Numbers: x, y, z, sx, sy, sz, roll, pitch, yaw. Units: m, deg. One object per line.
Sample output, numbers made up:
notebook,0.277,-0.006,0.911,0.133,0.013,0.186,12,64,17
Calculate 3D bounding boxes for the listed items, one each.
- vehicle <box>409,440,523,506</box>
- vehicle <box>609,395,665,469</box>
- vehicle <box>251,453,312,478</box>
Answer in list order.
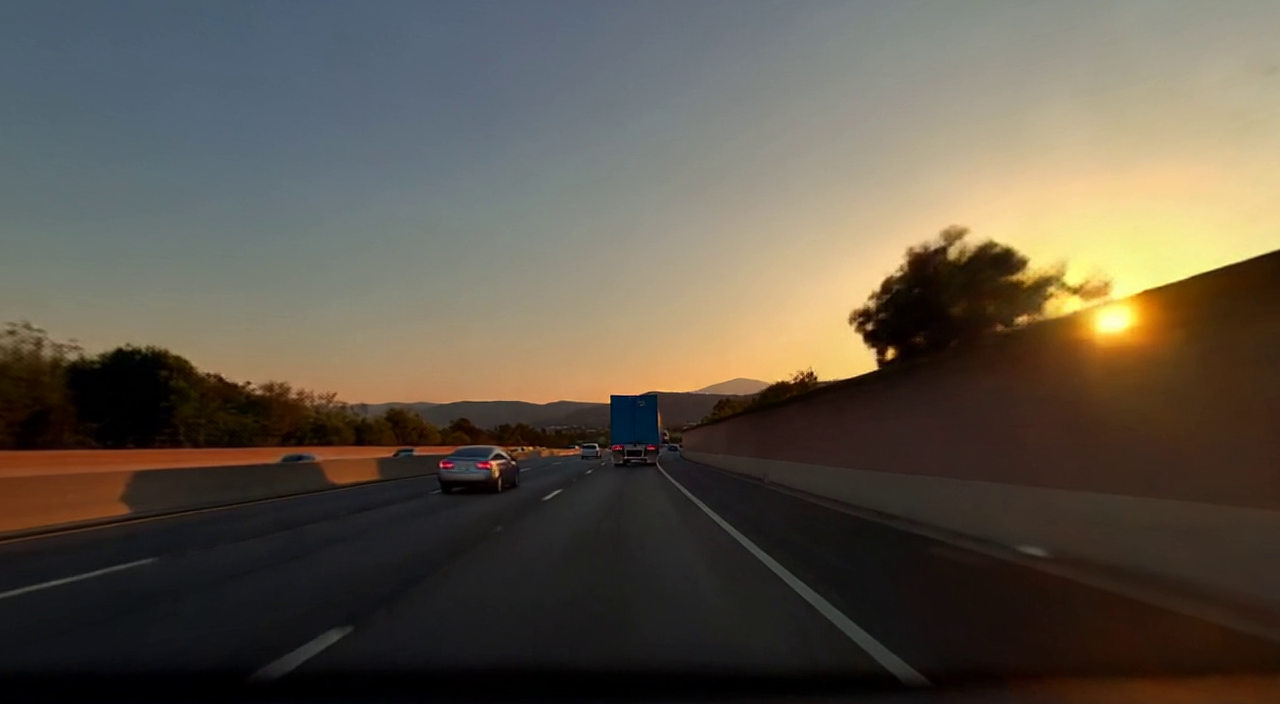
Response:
vehicle,-4.366,3.088,16.374,1.895,1.500,3.808,0,-9,0
vehicle,-0.212,5.289,40.249,3.123,4.094,10.812,0,-9,0
vehicle,-25.018,7.906,43.911,1.793,1.566,4.127,0,-9,1
